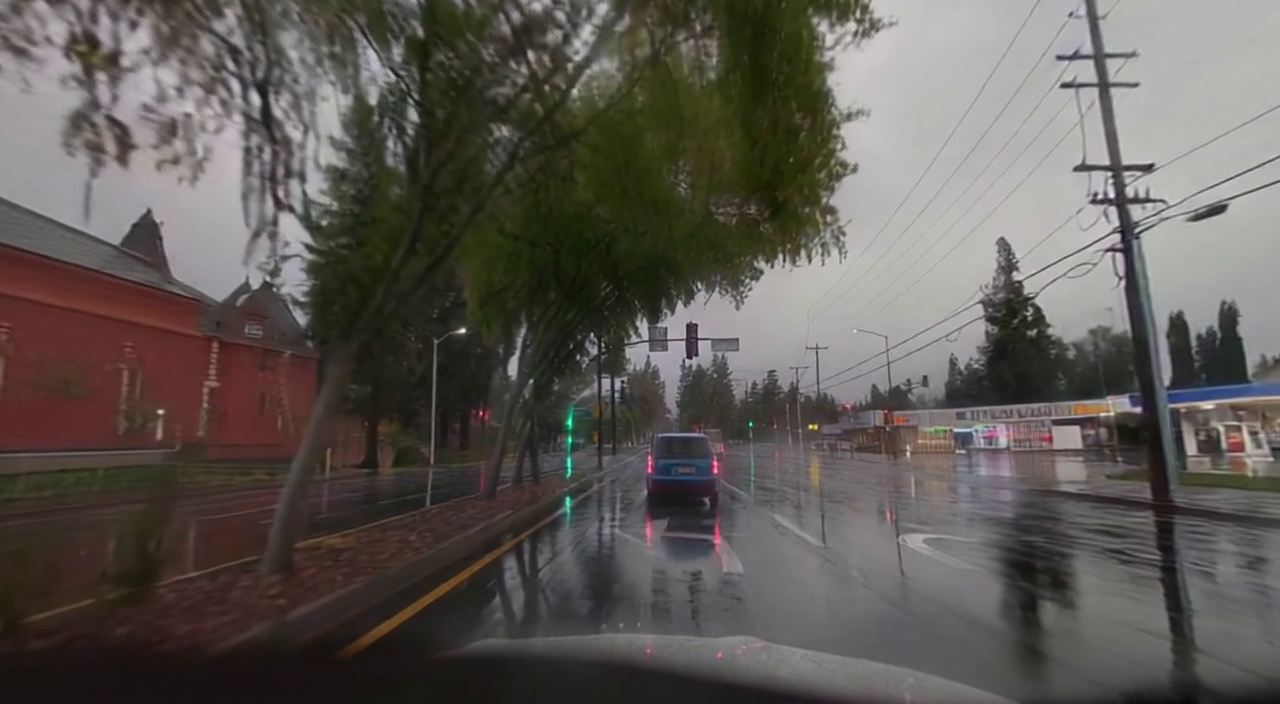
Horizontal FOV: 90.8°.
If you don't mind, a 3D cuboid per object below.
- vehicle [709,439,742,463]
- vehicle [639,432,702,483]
[{"bbox_3d":[6.554,7.653,48.936,2.273,1.734,5.120,-1,-9,6],"label":"vehicle"},{"bbox_3d":[1.101,3.748,22.593,2.032,1.621,4.082,-1,-9,3],"label":"vehicle"}]
